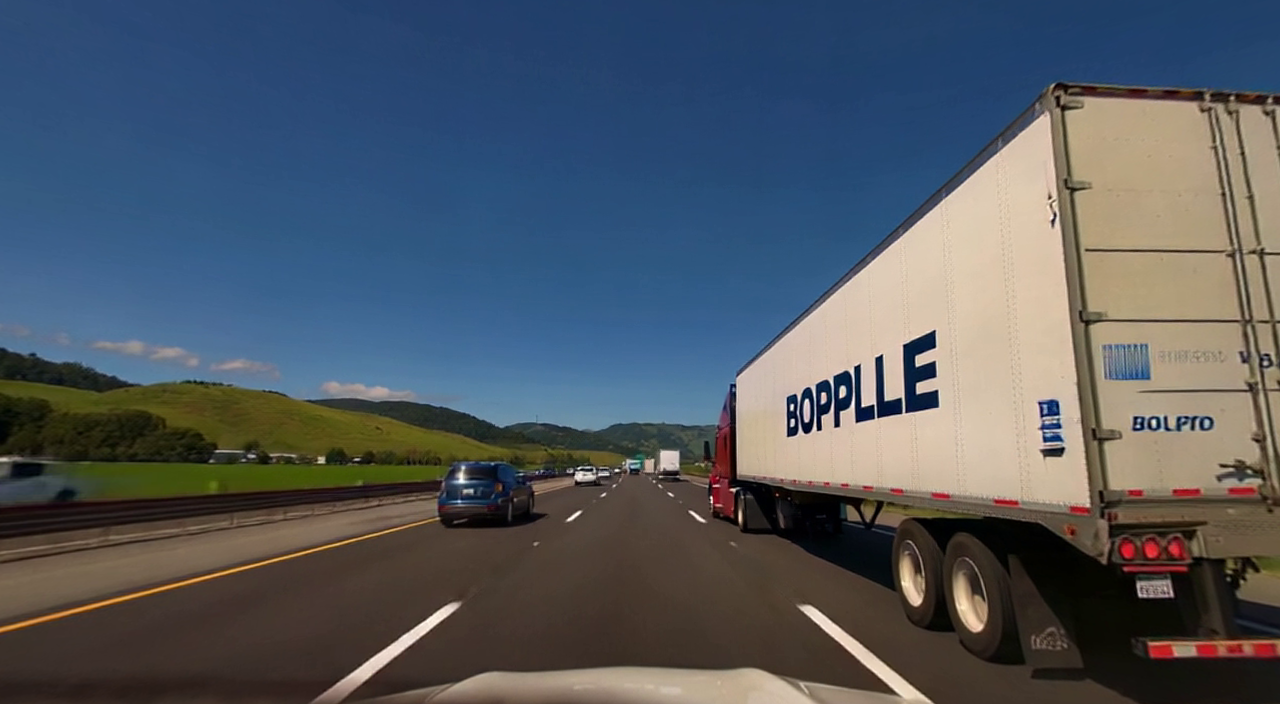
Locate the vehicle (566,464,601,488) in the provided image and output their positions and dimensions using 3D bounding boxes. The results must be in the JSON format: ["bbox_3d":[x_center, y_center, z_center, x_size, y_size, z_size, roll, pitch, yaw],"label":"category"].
[{"bbox_3d":[-4.049,9.052,46.106,2.088,1.566,4.853,1,-11,0],"label":"vehicle"}]

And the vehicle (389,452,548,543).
[{"bbox_3d":[-3.277,2.912,13.055,2.021,1.505,4.286,1,-11,1],"label":"vehicle"}]

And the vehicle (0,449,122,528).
[{"bbox_3d":[-15.867,3.344,15.610,2.034,1.807,4.614,1,-11,0],"label":"vehicle"}]

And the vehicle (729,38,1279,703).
[{"bbox_3d":[4.007,1.302,10.564,2.839,4.062,14.051,1,-11,-1],"label":"vehicle"}]
